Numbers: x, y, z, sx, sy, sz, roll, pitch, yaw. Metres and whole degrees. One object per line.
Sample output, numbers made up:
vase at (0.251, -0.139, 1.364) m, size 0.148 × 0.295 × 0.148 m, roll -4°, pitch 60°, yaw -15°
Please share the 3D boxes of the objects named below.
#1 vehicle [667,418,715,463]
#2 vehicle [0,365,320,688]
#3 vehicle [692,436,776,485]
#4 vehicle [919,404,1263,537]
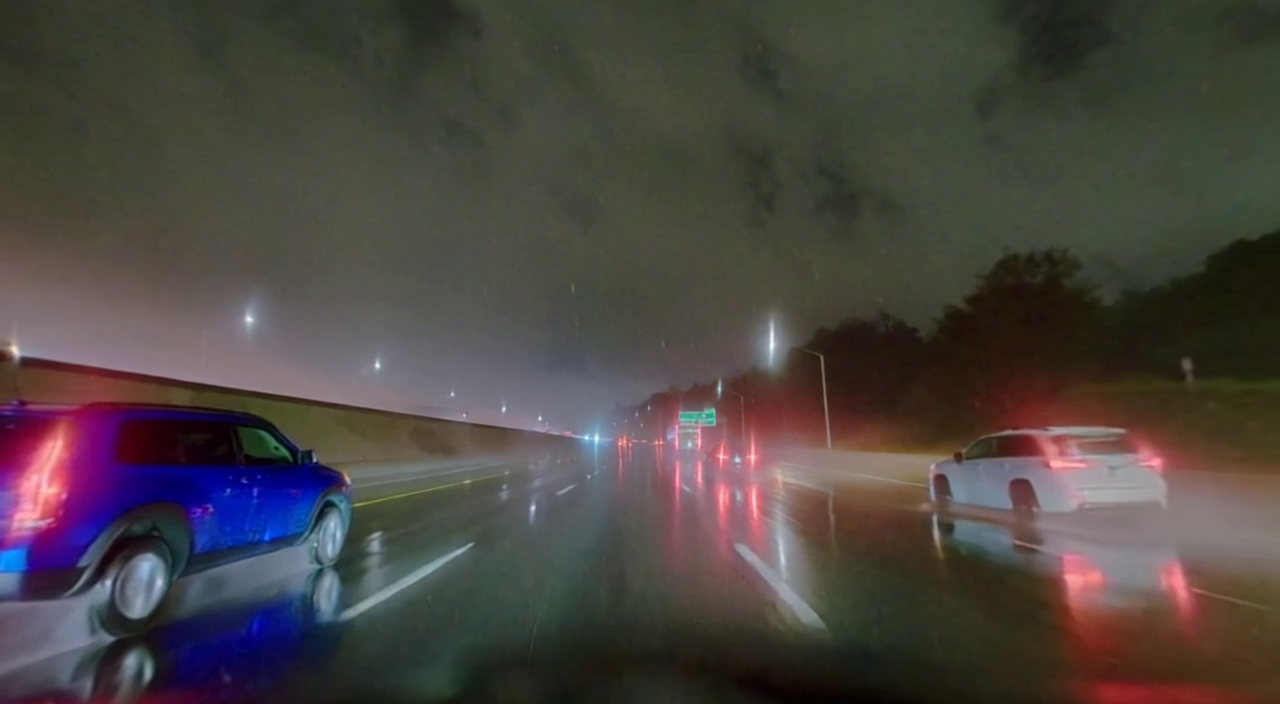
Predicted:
vehicle at (3.283, 5.926, 42.162) m, size 2.629 × 2.718 × 6.740 m, roll 0°, pitch -8°, yaw 0°
vehicle at (-4.297, 1.053, 4.300) m, size 2.000 × 1.646 × 4.201 m, roll 0°, pitch -8°, yaw 0°
vehicle at (3.154, 3.761, 22.299) m, size 2.108 × 1.509 × 5.059 m, roll 0°, pitch -8°, yaw -1°
vehicle at (6.960, 1.898, 10.697) m, size 2.184 × 1.712 × 4.856 m, roll 0°, pitch -8°, yaw -1°
